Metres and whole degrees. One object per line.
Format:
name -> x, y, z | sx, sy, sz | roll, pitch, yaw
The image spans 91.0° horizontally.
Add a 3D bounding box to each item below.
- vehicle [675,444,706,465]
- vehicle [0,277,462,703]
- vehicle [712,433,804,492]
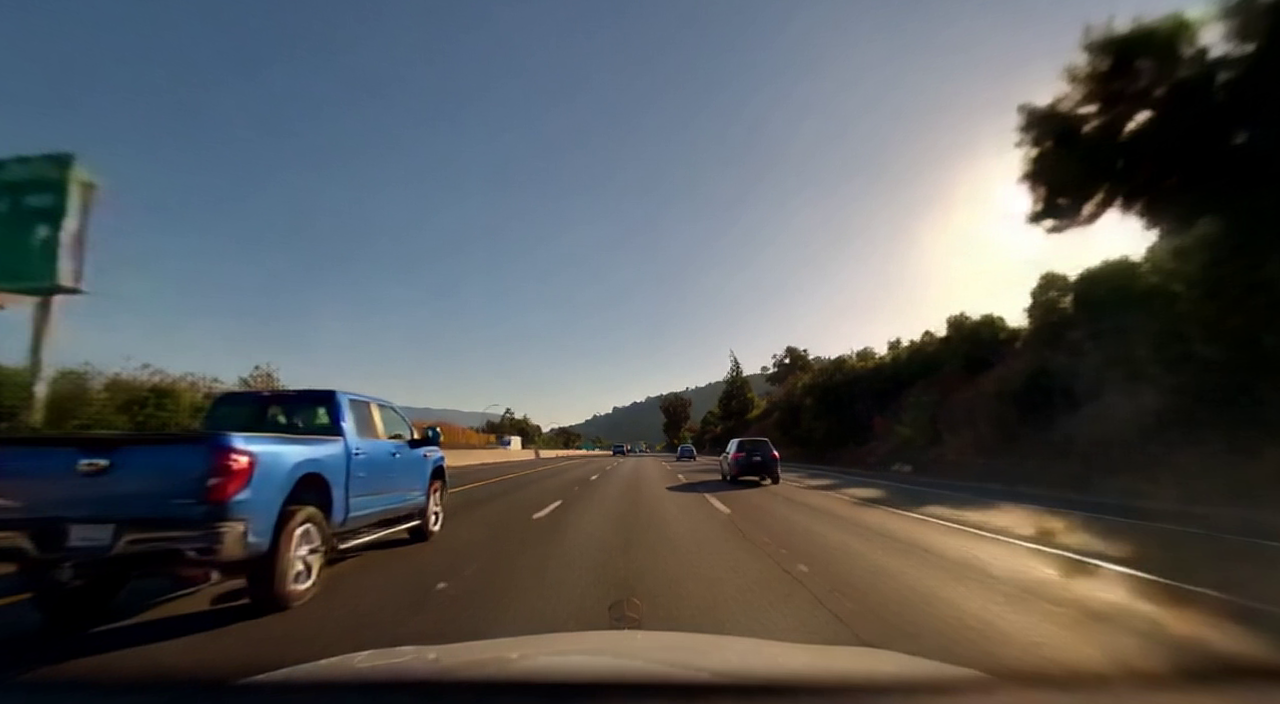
vehicle -> 3.883, 7.971, 49.118 | 2.047, 1.501, 4.237 | 0, -9, 0
vehicle -> -3.897, 1.174, 6.192 | 2.496, 2.203, 6.317 | 0, -9, -1
vehicle -> 3.591, 3.458, 20.034 | 2.095, 1.668, 4.135 | 0, -9, 0
